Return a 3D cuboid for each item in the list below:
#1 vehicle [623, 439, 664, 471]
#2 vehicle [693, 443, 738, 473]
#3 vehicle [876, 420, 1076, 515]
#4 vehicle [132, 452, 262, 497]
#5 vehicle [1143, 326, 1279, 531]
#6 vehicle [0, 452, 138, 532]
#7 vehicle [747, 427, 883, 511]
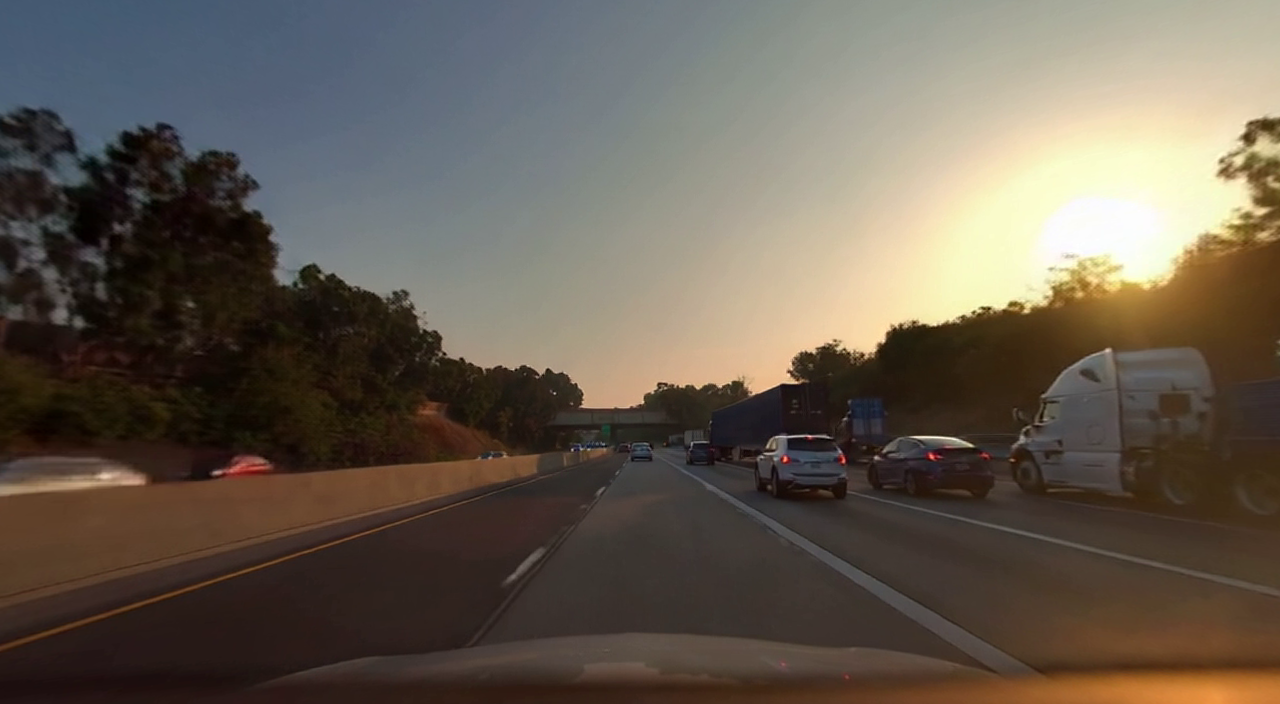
[{"bbox_3d":[0.240,6.083,37.322,2.313,1.736,4.215,0,-8,1],"label":"vehicle"},{"bbox_3d":[4.032,5.726,34.256,1.888,1.501,4.608,0,-8,0],"label":"vehicle"},{"bbox_3d":[7.464,2.597,14.674,1.985,1.835,4.681,0,-8,-1],"label":"vehicle"},{"bbox_3d":[-17.147,4.733,24.594,1.925,1.527,4.257,0,-8,1],"label":"vehicle"},{"bbox_3d":[11.605,0.859,7.590,2.786,3.226,9.750,0,-8,-1],"label":"vehicle"},{"bbox_3d":[-13.289,2.854,12.935,1.920,1.481,4.706,0,-8,1],"label":"vehicle"},{"bbox_3d":[3.959,2.705,15.012,1.972,1.693,4.139,0,-8,-1],"label":"vehicle"}]
